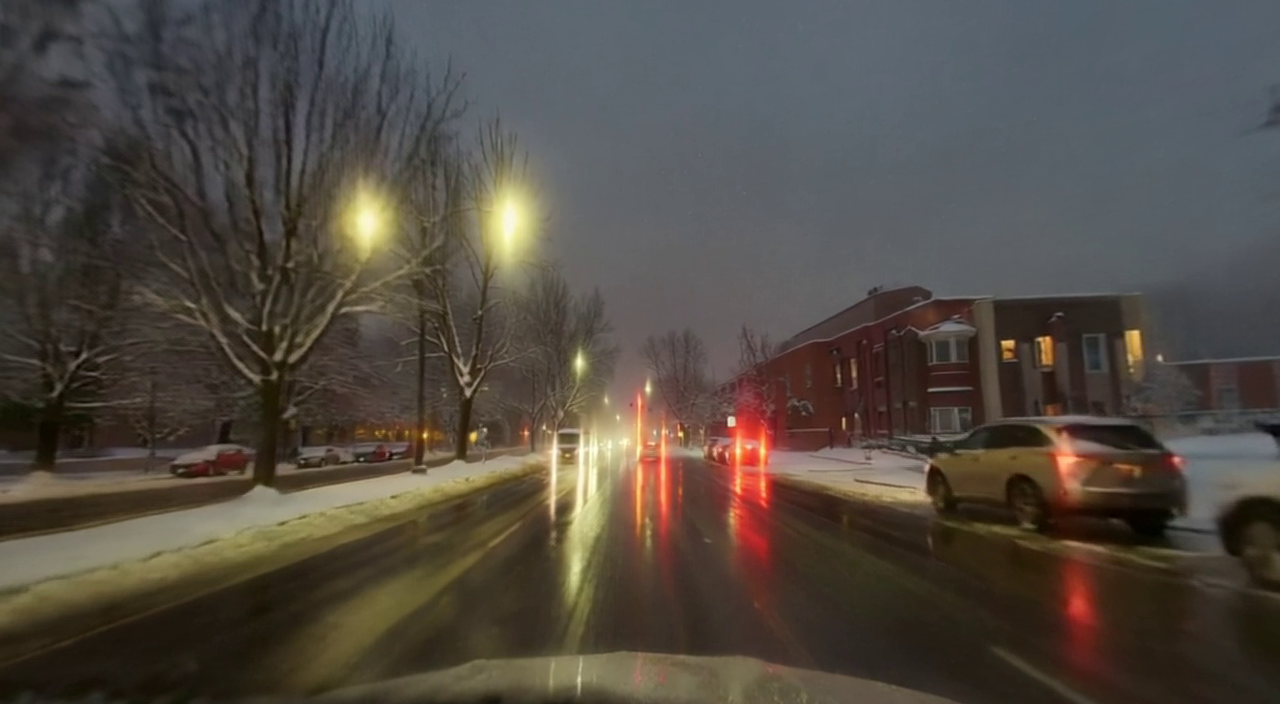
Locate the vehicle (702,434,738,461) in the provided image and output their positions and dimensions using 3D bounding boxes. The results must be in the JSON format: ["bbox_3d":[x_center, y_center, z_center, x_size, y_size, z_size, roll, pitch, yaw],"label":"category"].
[{"bbox_3d":[5.921,7.157,47.460,1.997,1.943,4.409,0,-8,-1],"label":"vehicle"}]

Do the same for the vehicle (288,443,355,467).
[{"bbox_3d":[-22.460,7.286,44.758,2.111,1.554,5.163,0,-8,-1],"label":"vehicle"}]

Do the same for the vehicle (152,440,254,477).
[{"bbox_3d":[-22.284,5.427,32.492,1.996,1.767,4.613,0,-8,-1],"label":"vehicle"}]

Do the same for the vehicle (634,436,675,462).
[{"bbox_3d":[0.876,6.233,40.673,2.201,1.589,3.843,0,-8,-5],"label":"vehicle"}]

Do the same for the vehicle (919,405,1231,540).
[{"bbox_3d":[6.984,1.981,10.948,2.216,1.847,4.321,0,-8,-1],"label":"vehicle"}]

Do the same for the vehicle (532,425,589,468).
[{"bbox_3d":[-3.842,4.715,31.479,2.223,1.957,4.845,0,-8,0],"label":"vehicle"}]

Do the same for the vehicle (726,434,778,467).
[{"bbox_3d":[6.314,5.619,36.071,2.164,1.727,3.955,0,-8,-1],"label":"vehicle"}]
